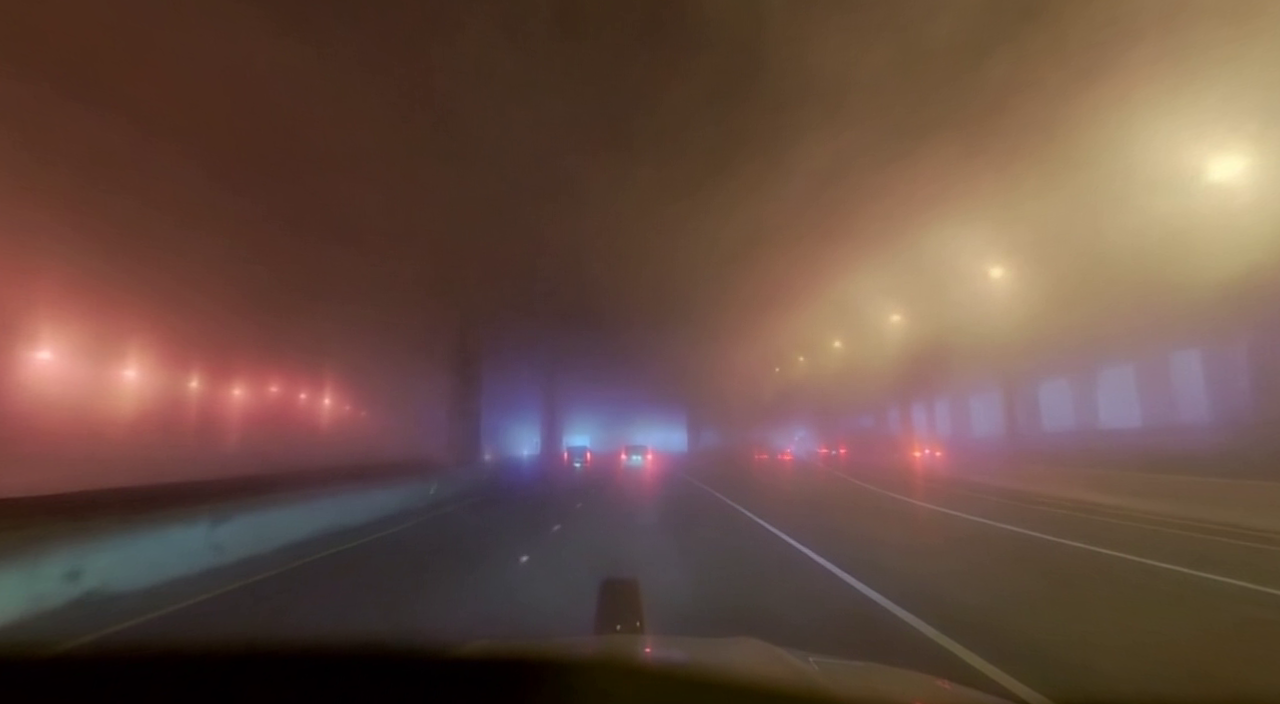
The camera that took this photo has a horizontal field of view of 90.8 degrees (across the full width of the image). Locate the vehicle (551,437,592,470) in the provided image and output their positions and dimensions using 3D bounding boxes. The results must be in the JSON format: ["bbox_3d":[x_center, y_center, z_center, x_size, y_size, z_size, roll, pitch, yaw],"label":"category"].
[{"bbox_3d":[-3.810,5.669,35.588,1.961,1.725,4.315,0,-8,-2],"label":"vehicle"}]
